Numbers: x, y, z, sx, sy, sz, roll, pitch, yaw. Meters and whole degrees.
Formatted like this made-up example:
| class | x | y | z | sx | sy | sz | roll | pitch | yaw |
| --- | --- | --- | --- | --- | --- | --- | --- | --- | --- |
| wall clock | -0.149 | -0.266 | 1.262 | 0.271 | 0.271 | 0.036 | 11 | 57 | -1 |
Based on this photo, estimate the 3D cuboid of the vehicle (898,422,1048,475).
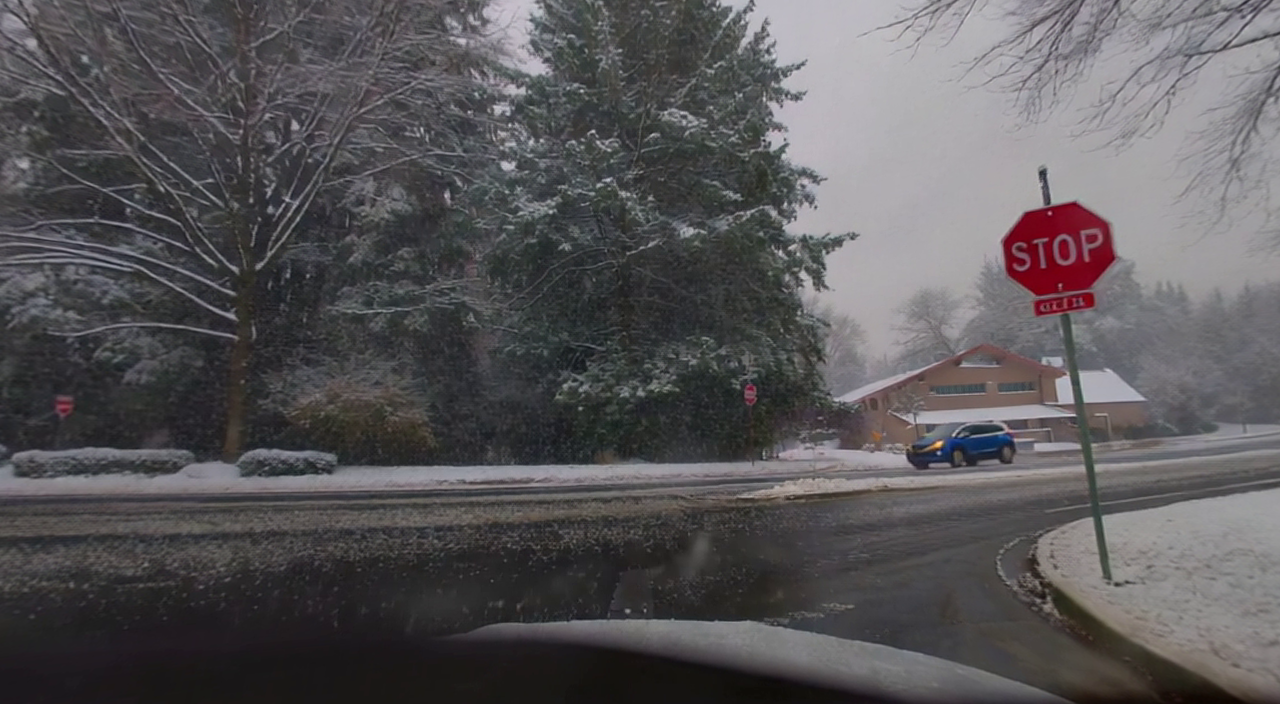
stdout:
| class | x | y | z | sx | sy | sz | roll | pitch | yaw |
| --- | --- | --- | --- | --- | --- | --- | --- | --- | --- |
| vehicle | 10.462 | 3.012 | 19.742 | 4.473 | 1.474 | 2.108 | 5 | -10 | -32 |
